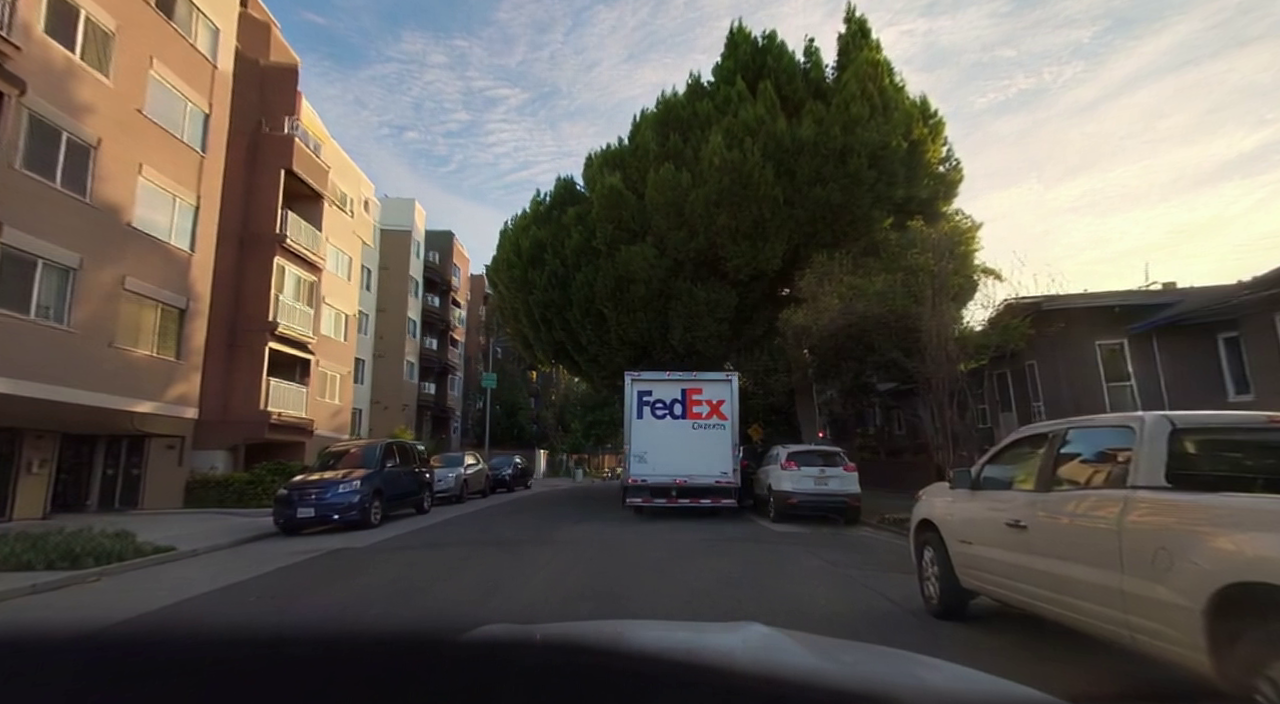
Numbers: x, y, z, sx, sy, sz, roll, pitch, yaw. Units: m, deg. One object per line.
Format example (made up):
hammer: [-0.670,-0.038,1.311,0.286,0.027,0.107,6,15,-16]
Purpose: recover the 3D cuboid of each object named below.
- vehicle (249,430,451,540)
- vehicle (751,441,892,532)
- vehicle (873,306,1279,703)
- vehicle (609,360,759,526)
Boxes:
vehicle: [-5.683,2.633,13.225,2.020,1.867,4.654,0,-8,-1]
vehicle: [3.623,2.725,13.410,1.868,1.623,3.815,0,-9,0]
vehicle: [3.591,1.059,3.964,2.221,1.991,5.564,0,-9,1]
vehicle: [0.814,2.388,16.626,2.930,3.275,8.180,0,-8,-1]
